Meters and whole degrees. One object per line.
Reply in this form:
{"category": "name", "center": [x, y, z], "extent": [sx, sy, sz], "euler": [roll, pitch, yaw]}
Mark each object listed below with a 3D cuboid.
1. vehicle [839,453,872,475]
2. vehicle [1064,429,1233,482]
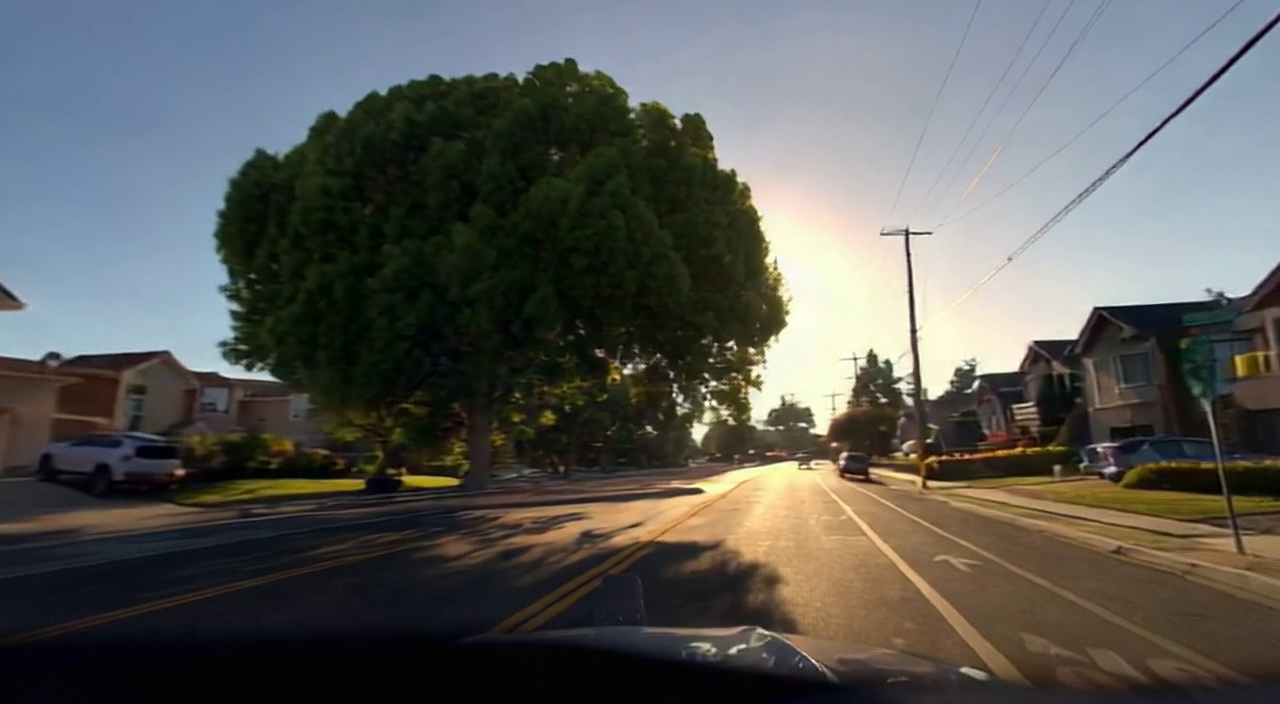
{"category": "vehicle", "center": [16.706, 8.650, 49.081], "extent": [1.971, 1.558, 4.895], "euler": [-1, -10, 14]}
{"category": "vehicle", "center": [20.111, 4.114, 25.242], "extent": [4.682, 1.956, 2.001], "euler": [-3, -8, 13]}
